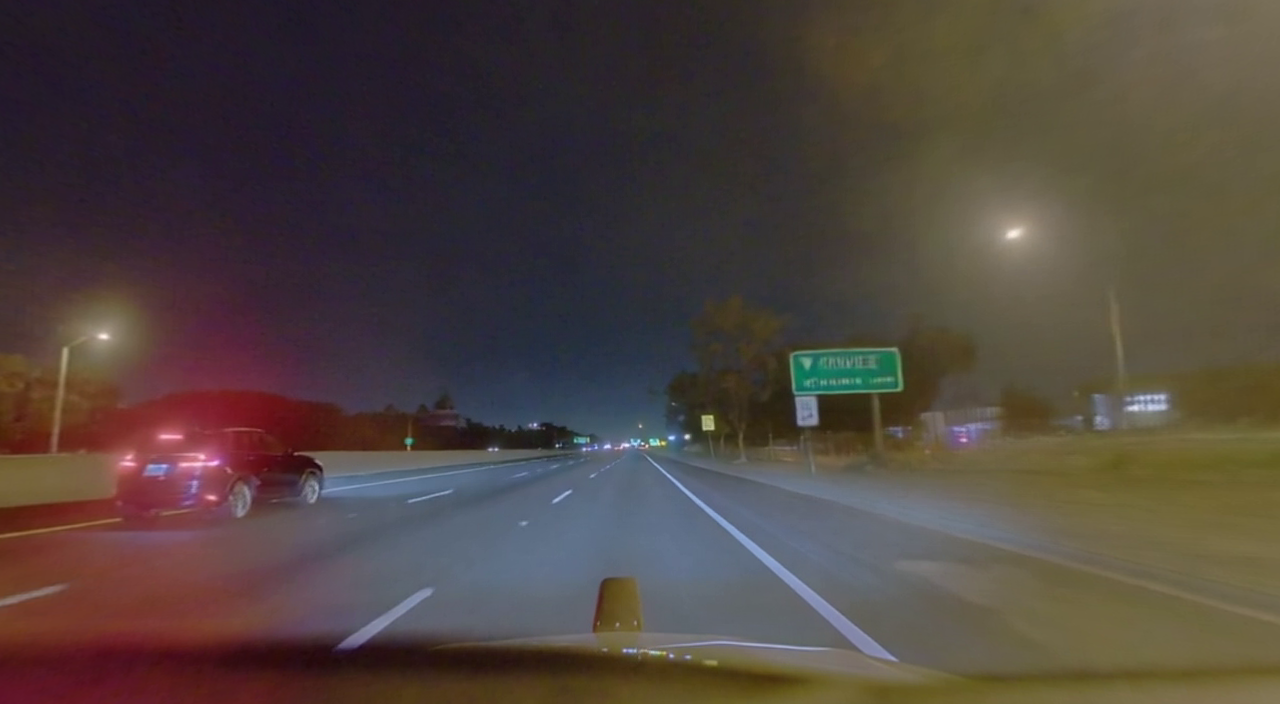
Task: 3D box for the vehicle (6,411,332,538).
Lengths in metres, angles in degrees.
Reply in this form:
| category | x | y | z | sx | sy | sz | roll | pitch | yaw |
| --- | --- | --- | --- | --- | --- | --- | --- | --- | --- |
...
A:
| category | x | y | z | sx | sy | sz | roll | pitch | yaw |
| --- | --- | --- | --- | --- | --- | --- | --- | --- | --- |
| vehicle | -7.969 | 2.122 | 11.544 | 2.231 | 1.807 | 4.758 | 0 | -8 | 0 |
